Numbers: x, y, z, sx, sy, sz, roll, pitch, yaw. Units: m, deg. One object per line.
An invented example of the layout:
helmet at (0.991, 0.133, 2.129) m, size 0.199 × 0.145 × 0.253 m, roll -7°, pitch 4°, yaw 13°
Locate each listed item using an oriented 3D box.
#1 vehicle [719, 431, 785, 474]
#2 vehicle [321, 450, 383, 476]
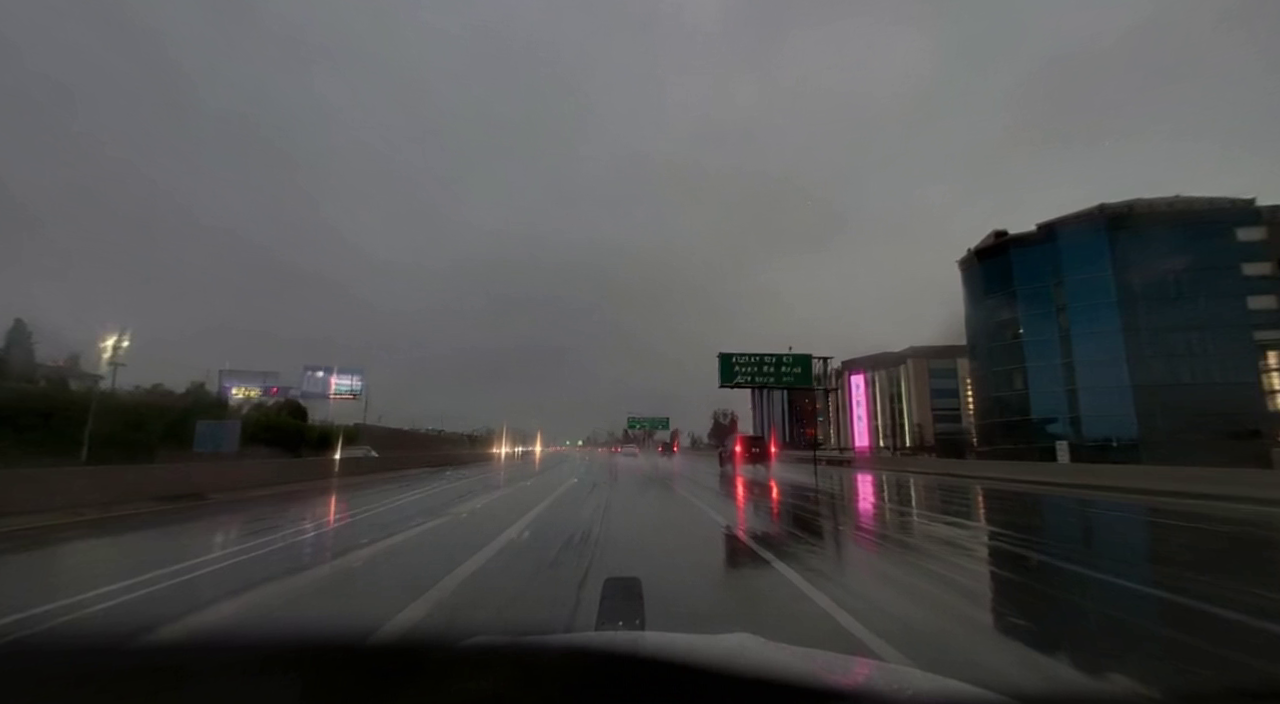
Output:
vehicle at (5.488, 5.027, 31.780) m, size 2.181 × 1.952 × 4.973 m, roll 0°, pitch -9°, yaw -3°
vehicle at (-18.208, 7.005, 40.185) m, size 1.893 × 1.517 × 4.889 m, roll 0°, pitch -9°, yaw -3°
